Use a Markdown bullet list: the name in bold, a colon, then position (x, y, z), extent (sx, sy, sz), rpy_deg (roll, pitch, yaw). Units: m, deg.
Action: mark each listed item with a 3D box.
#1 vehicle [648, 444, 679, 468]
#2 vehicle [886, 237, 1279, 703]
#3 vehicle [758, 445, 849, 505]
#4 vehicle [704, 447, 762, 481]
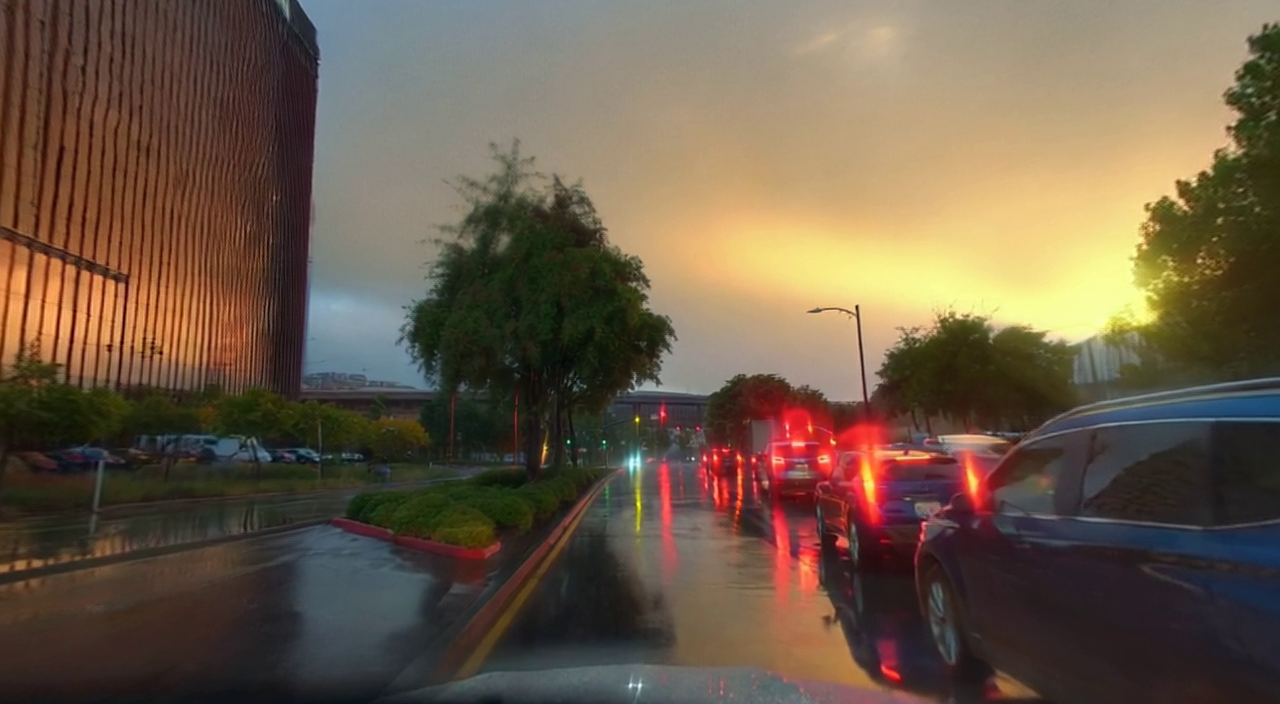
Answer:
- **vehicle**: position (1.863, 7.918, 48.173), extent (2.121, 1.728, 4.161), rpy_deg (-1, -9, 6)
- **vehicle**: position (2.474, 0.795, 2.168), extent (2.092, 1.703, 4.870), rpy_deg (-2, -9, 11)
- **vehicle**: position (4.936, 3.720, 19.717), extent (2.089, 1.609, 4.922), rpy_deg (-1, -9, 7)
- **vehicle**: position (4.458, 5.421, 30.794), extent (2.183, 1.553, 3.923), rpy_deg (0, -9, -1)
